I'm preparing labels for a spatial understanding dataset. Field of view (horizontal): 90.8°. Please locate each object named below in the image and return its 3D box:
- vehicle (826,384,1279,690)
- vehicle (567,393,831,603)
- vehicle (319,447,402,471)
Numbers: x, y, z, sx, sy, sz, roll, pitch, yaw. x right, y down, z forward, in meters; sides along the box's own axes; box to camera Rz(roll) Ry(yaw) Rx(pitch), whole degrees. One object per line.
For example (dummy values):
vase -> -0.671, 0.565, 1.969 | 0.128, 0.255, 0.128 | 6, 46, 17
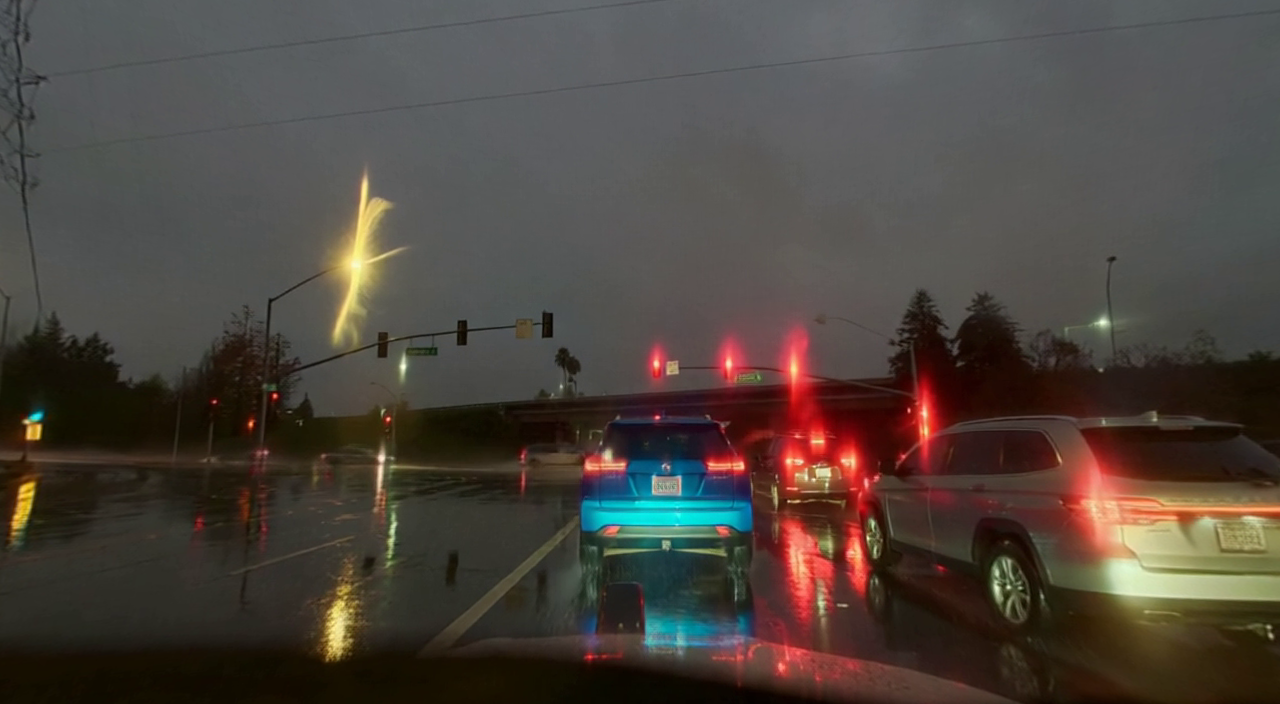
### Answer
vehicle -> 3.406, 1.343, 5.806 | 1.990, 1.649, 4.625 | 0, -8, 0
vehicle -> 0.443, 1.560, 7.622 | 2.240, 1.778, 4.335 | 0, -8, -2
vehicle -> -17.696, 6.740, 40.029 | 4.411, 1.466, 1.998 | -2, -9, 12
